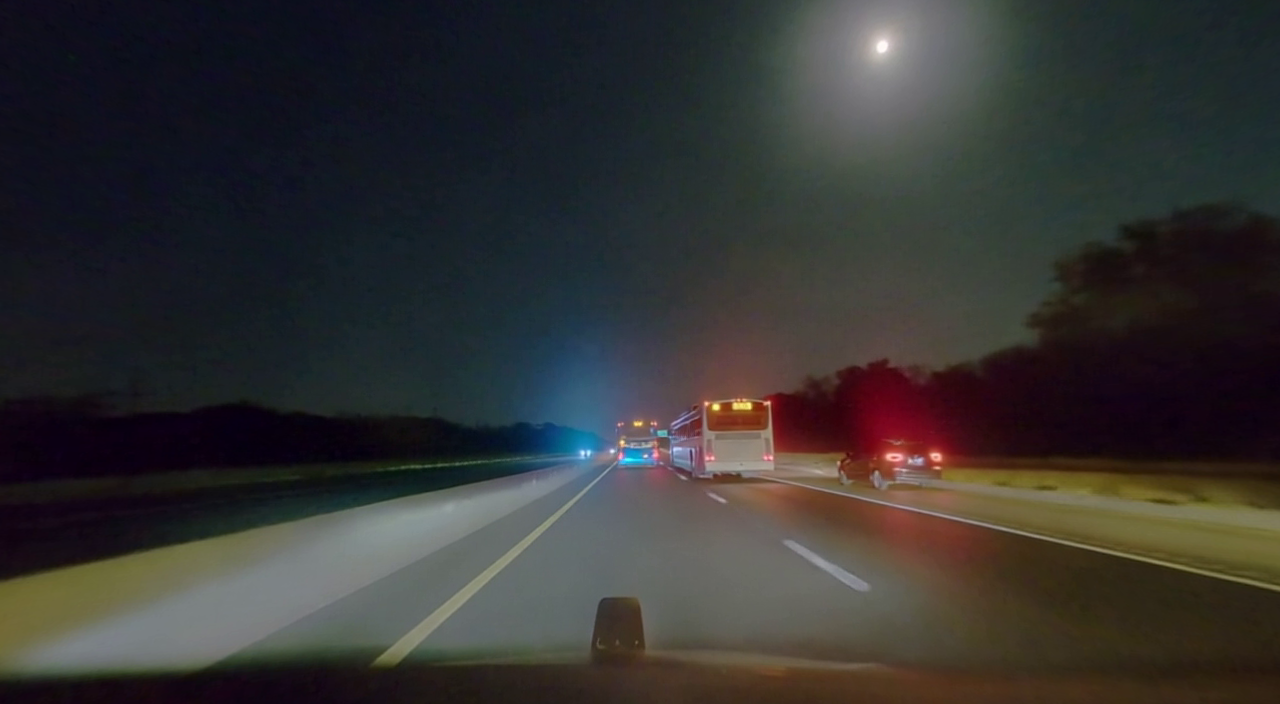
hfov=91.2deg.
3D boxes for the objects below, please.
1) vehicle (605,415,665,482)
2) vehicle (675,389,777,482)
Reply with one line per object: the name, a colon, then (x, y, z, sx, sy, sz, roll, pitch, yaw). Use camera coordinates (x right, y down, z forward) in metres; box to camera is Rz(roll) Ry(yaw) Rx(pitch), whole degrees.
vehicle: (-0.218, 4.336, 28.195, 2.414, 2.675, 5.574, -1, -9, 0)
vehicle: (3.806, 4.308, 31.515, 3.074, 3.668, 12.805, 0, -9, -1)
